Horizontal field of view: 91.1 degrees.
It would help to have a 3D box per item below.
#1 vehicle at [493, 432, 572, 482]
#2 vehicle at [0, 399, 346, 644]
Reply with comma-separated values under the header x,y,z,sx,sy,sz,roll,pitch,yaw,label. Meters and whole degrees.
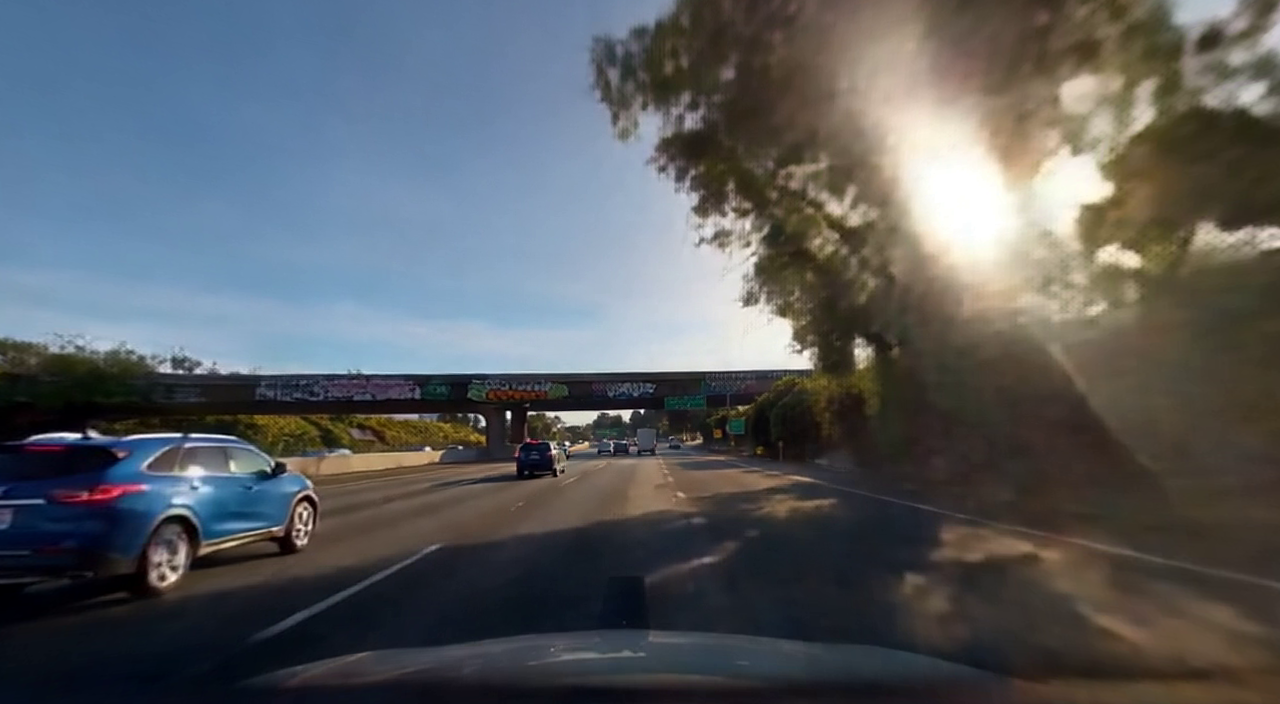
x,y,z,sx,sy,sz,roll,pitch,yaw,label
-3.962,3.959,23.948,2.154,1.693,4.394,0,-8,1,vehicle
-4.886,1.427,6.260,1.969,1.633,3.962,0,-8,0,vehicle
